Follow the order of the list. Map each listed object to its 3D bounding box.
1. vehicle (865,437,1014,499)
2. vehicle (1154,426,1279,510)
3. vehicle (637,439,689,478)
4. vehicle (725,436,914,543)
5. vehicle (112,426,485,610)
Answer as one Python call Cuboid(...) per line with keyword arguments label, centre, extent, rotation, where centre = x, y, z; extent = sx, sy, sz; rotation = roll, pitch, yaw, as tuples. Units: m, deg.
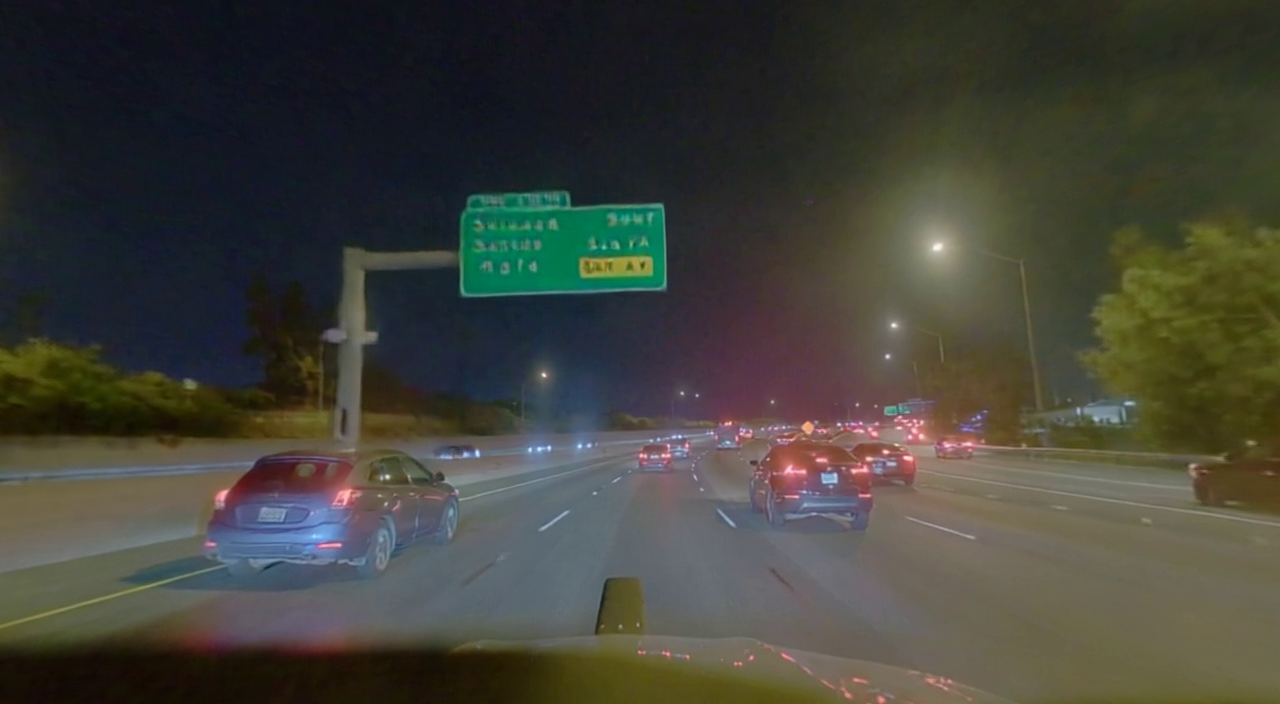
Cuboid(label="vehicle", centre=(8.141, 3.187, 17.694), extent=(2.014, 1.506, 4.626), rotation=(0, -9, 2))
Cuboid(label="vehicle", centre=(12.925, 2.253, 12.296), extent=(1.976, 1.548, 4.687), rotation=(-1, -9, 4))
Cuboid(label="vehicle", centre=(1.076, 4.756, 28.359), extent=(2.201, 1.614, 3.803), rotation=(-1, -9, 3))
Cuboid(label="vehicle", centre=(2.846, 2.293, 11.205), extent=(2.009, 1.489, 4.559), rotation=(0, -9, 0))
Cuboid(label="vehicle", centre=(-3.510, 1.776, 7.713), extent=(1.937, 1.558, 4.469), rotation=(0, -9, 2))
